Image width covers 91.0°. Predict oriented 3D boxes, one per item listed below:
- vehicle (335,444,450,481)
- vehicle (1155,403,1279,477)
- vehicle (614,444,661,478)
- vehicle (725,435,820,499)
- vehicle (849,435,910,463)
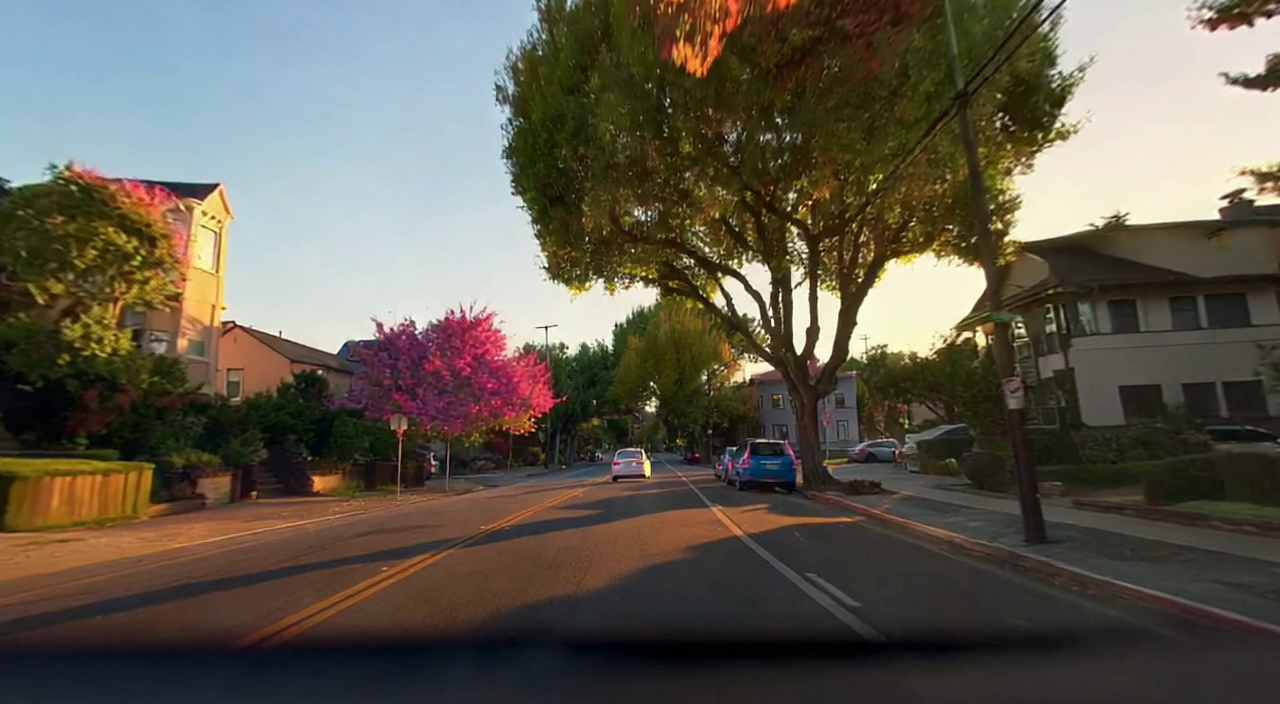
[{"bbox_3d":[-15.332,6.881,39.234,6.278,1.911,2.173,-3,-10,1],"label":"vehicle"},{"bbox_3d":[16.018,2.153,15.434,4.927,1.674,2.025,0,-8,0],"label":"vehicle"},{"bbox_3d":[-0.087,5.198,30.240,2.104,1.500,3.815,0,-8,1],"label":"vehicle"},{"bbox_3d":[4.189,3.701,20.812,2.100,1.830,5.040,0,-8,1],"label":"vehicle"},{"bbox_3d":[15.151,6.162,40.143,1.919,1.677,4.590,0,-8,-3],"label":"vehicle"}]
